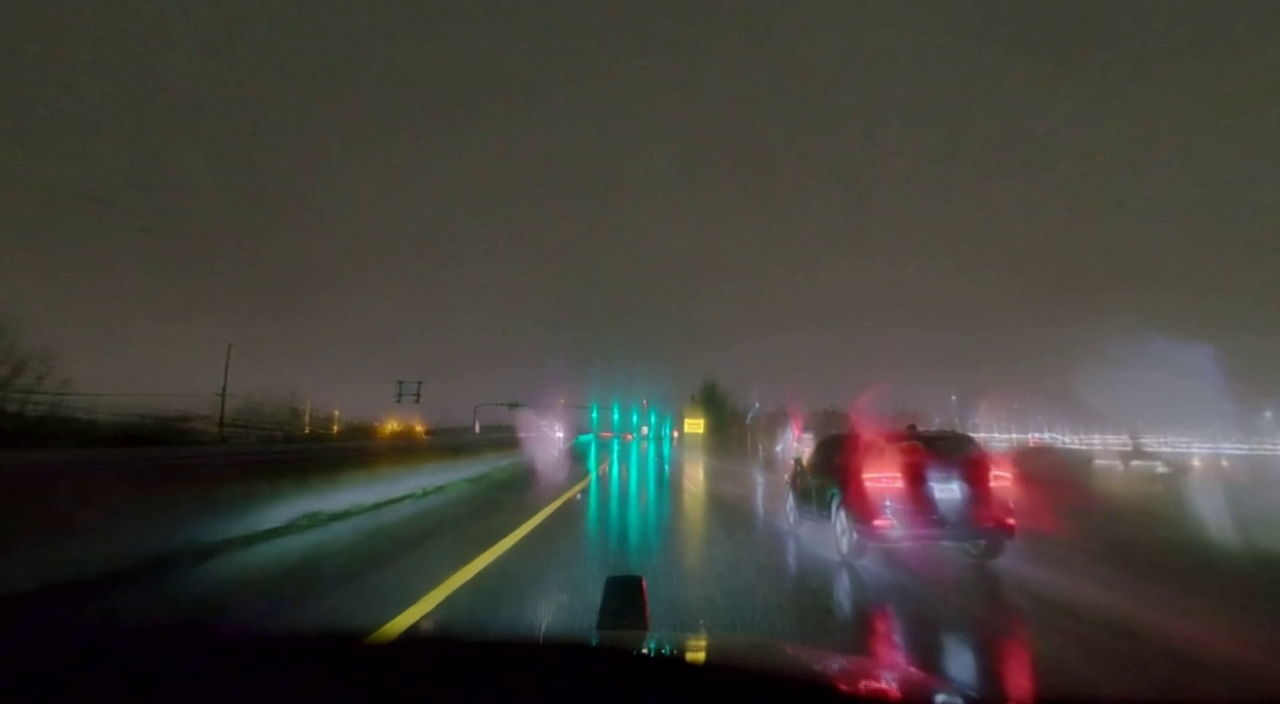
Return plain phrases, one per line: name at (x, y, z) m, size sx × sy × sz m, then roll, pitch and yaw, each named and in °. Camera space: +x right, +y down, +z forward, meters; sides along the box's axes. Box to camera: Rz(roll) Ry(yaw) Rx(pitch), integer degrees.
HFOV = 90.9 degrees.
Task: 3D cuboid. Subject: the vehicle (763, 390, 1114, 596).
vehicle at (2.918, 1.493, 7.461) m, size 2.059 × 1.715 × 4.192 m, roll 0°, pitch -8°, yaw 0°
